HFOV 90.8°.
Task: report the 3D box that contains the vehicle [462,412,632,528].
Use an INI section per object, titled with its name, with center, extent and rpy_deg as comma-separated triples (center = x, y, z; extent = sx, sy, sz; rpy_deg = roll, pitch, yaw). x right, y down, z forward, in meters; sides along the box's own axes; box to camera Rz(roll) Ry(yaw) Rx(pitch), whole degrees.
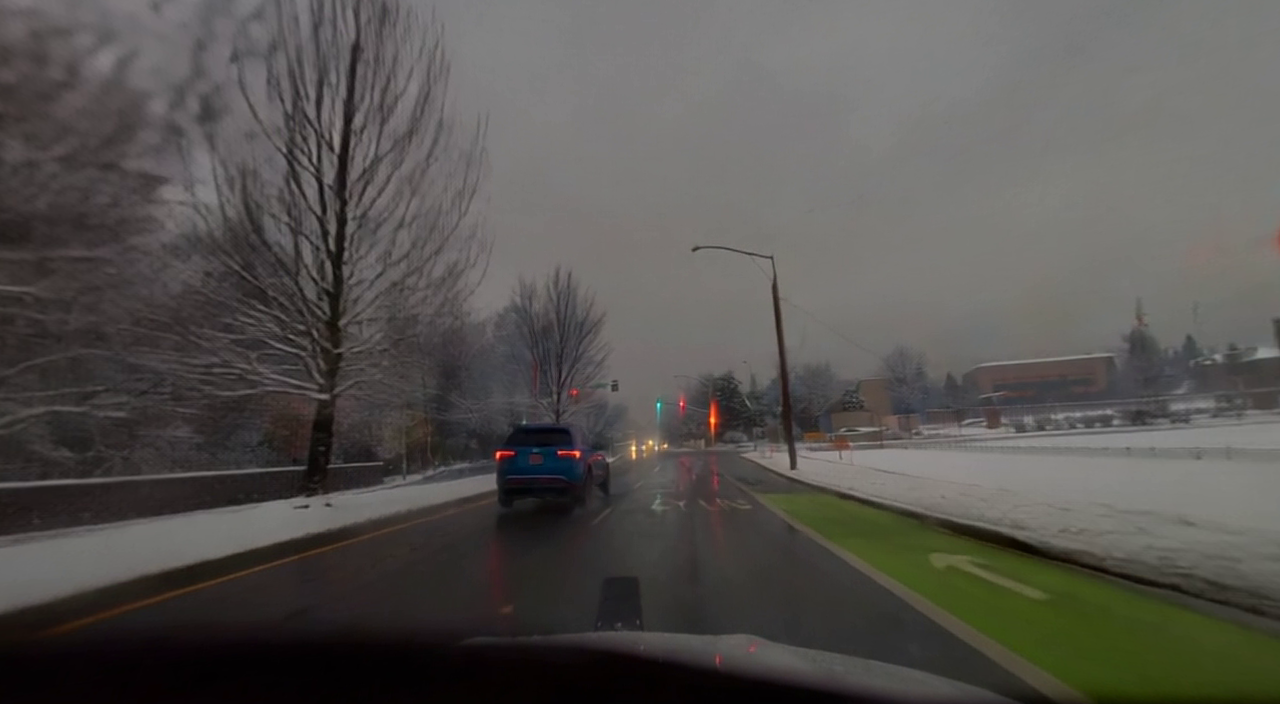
[vehicle]
center = -1.587, 2.276, 12.659
extent = 2.339, 1.790, 4.629
rpy_deg = -3, -9, 4
